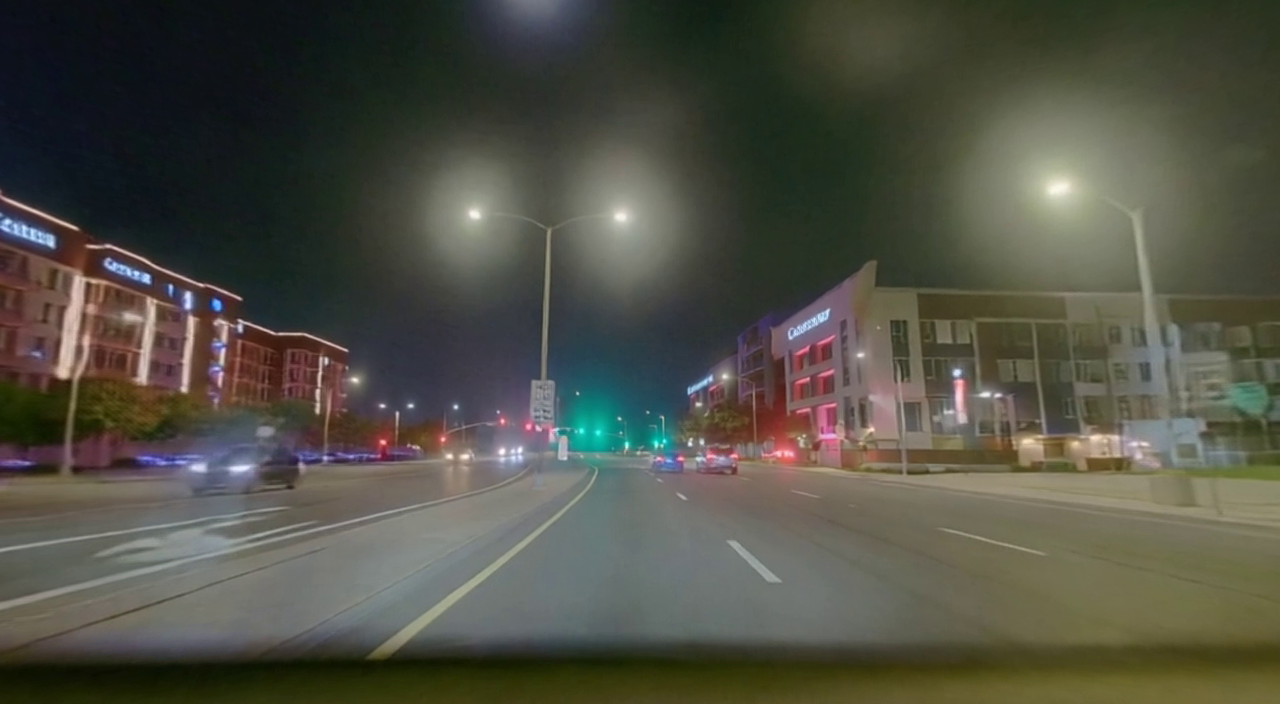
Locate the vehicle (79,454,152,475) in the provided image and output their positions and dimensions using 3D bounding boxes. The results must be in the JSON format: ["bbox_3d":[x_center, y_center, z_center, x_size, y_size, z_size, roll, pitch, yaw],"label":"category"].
[{"bbox_3d":[-40.001,8.548,48.343,1.789,1.445,4.752,0,-9,-5],"label":"vehicle"}]

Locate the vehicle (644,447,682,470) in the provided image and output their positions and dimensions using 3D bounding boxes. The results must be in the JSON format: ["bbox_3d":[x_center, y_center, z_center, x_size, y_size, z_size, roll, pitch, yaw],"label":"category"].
[{"bbox_3d":[1.493,7.267,43.261,2.020,1.479,4.650,0,-9,-5],"label":"vehicle"}]

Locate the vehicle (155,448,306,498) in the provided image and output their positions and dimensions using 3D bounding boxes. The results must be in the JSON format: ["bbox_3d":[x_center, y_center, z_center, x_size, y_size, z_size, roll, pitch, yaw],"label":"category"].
[{"bbox_3d":[-13.430,3.954,21.145,1.946,1.441,4.661,0,-9,0],"label":"vehicle"}]

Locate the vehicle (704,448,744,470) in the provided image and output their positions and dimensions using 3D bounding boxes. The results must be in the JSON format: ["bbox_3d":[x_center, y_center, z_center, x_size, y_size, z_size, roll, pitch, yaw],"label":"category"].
[{"bbox_3d":[5.760,7.396,43.984,1.932,1.439,4.159,0,-9,-4],"label":"vehicle"}]
